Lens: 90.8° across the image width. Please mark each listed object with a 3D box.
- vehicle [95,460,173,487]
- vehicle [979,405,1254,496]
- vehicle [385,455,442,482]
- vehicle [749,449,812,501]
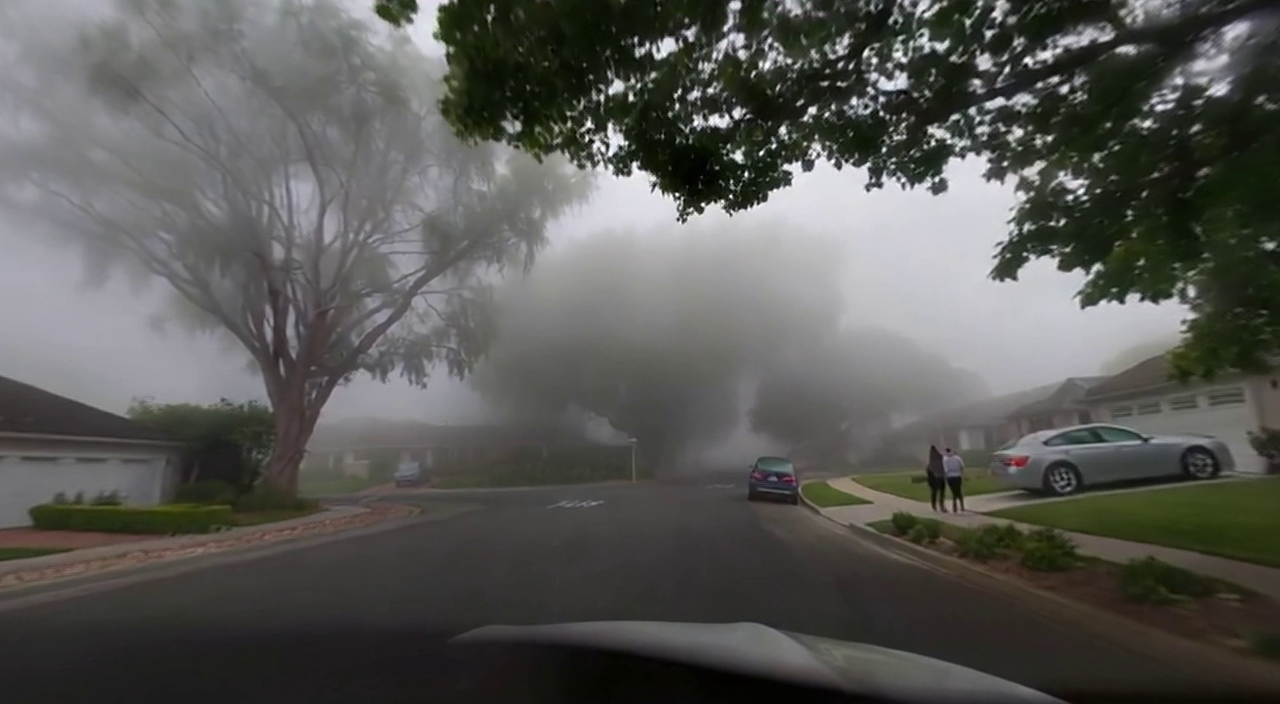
[{"bbox_3d":[-38.416,9.223,48.153,2.206,1.858,4.918,1,-10,-7],"label":"vehicle"},{"bbox_3d":[11.312,2.385,15.365,4.780,1.765,2.103,-4,-8,3],"label":"vehicle"},{"bbox_3d":[-16.499,8.473,46.234,2.021,1.798,4.491,-1,-8,7],"label":"vehicle"},{"bbox_3d":[5.312,4.561,23.979,2.053,1.737,4.375,-2,-9,12],"label":"vehicle"}]
